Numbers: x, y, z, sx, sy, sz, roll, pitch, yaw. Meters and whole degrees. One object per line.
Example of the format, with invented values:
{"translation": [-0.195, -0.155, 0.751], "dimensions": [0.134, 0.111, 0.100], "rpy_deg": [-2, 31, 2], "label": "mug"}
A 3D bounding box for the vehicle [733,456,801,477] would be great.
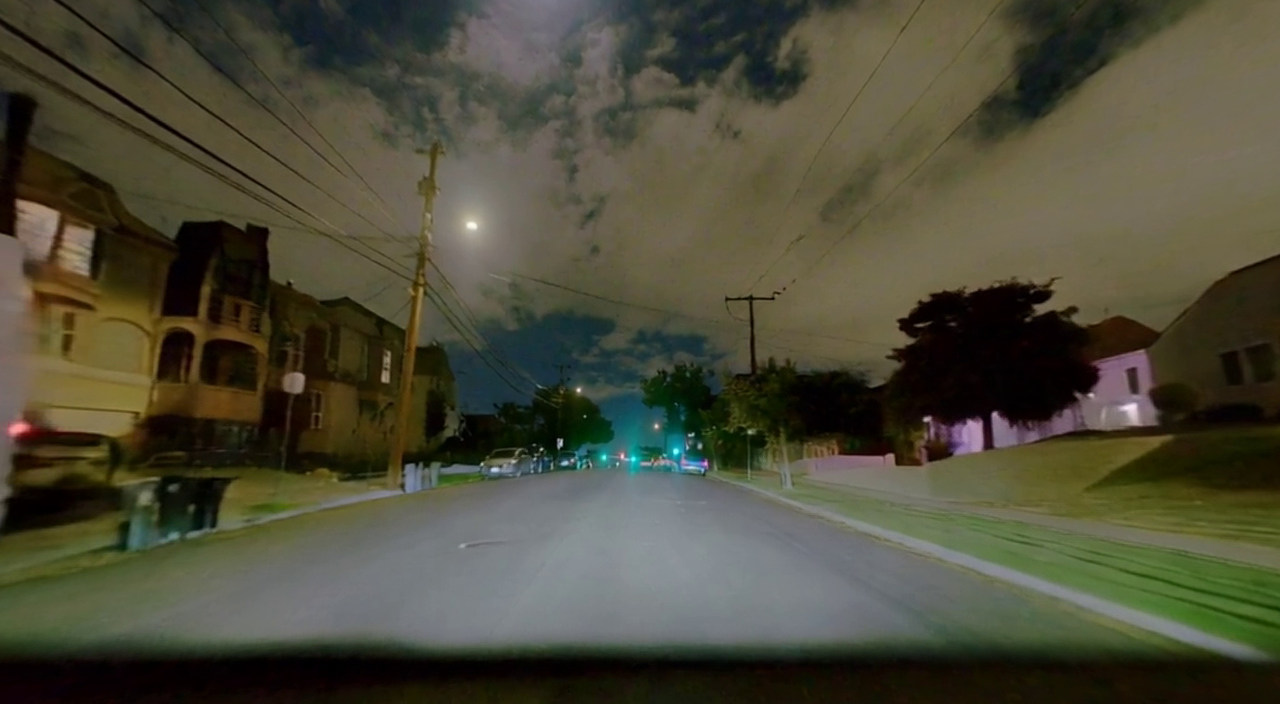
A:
{"translation": [9.778, 8.900, 48.814], "dimensions": [4.850, 1.506, 1.971], "rpy_deg": [1, -9, 0], "label": "vehicle"}

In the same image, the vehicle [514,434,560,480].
{"translation": [-7.195, 7.488, 44.325], "dimensions": [2.153, 1.982, 6.150], "rpy_deg": [-4, -20, -1], "label": "vehicle"}

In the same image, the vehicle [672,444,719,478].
{"translation": [3.087, 6.194, 36.175], "dimensions": [2.159, 1.760, 5.345], "rpy_deg": [1, -9, -1], "label": "vehicle"}

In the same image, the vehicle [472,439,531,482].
{"translation": [-7.182, 5.759, 33.103], "dimensions": [1.947, 1.480, 4.330], "rpy_deg": [-2, -20, 1], "label": "vehicle"}
